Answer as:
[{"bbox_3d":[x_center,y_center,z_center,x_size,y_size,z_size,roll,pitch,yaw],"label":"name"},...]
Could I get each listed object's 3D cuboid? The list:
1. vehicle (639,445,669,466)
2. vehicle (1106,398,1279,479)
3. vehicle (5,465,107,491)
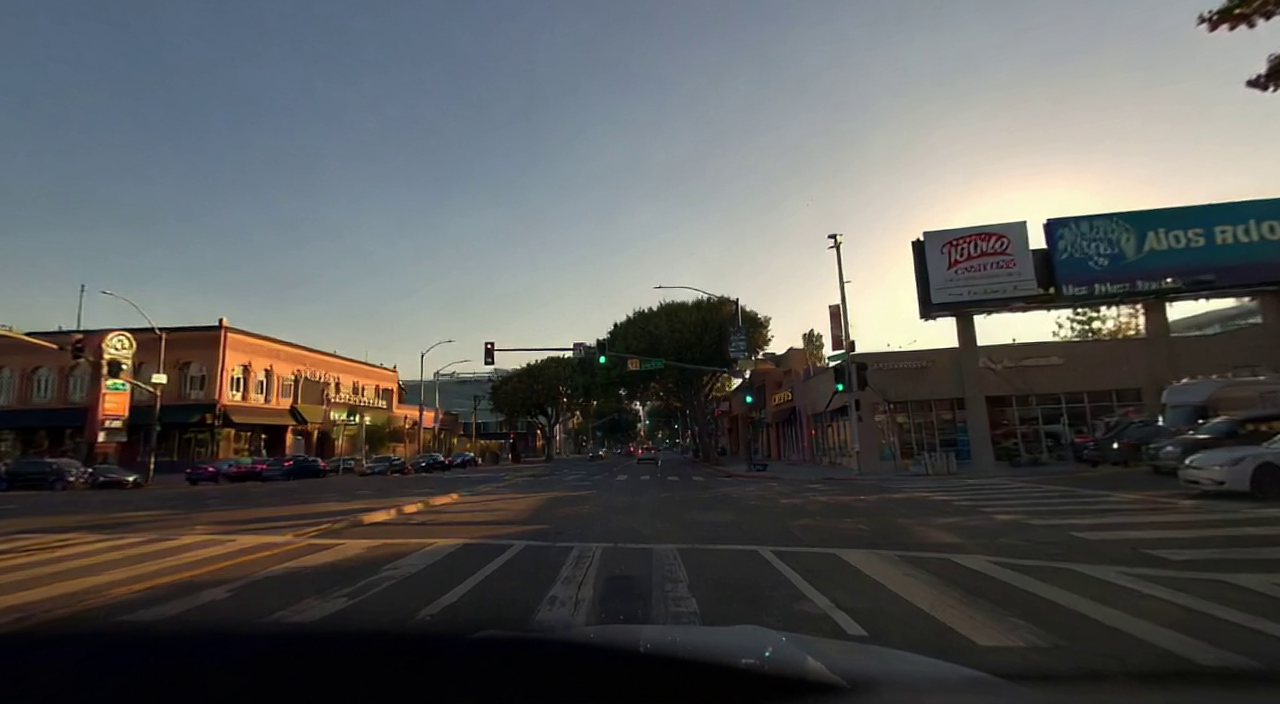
[{"bbox_3d":[1.051,7.842,48.079,2.168,1.545,4.047,0,-9,2],"label":"vehicle"},{"bbox_3d":[15.186,2.166,15.766,5.097,1.848,2.288,-2,-9,11],"label":"vehicle"},{"bbox_3d":[-38.624,8.303,41.902,1.826,1.432,4.530,-5,-10,30],"label":"vehicle"}]
